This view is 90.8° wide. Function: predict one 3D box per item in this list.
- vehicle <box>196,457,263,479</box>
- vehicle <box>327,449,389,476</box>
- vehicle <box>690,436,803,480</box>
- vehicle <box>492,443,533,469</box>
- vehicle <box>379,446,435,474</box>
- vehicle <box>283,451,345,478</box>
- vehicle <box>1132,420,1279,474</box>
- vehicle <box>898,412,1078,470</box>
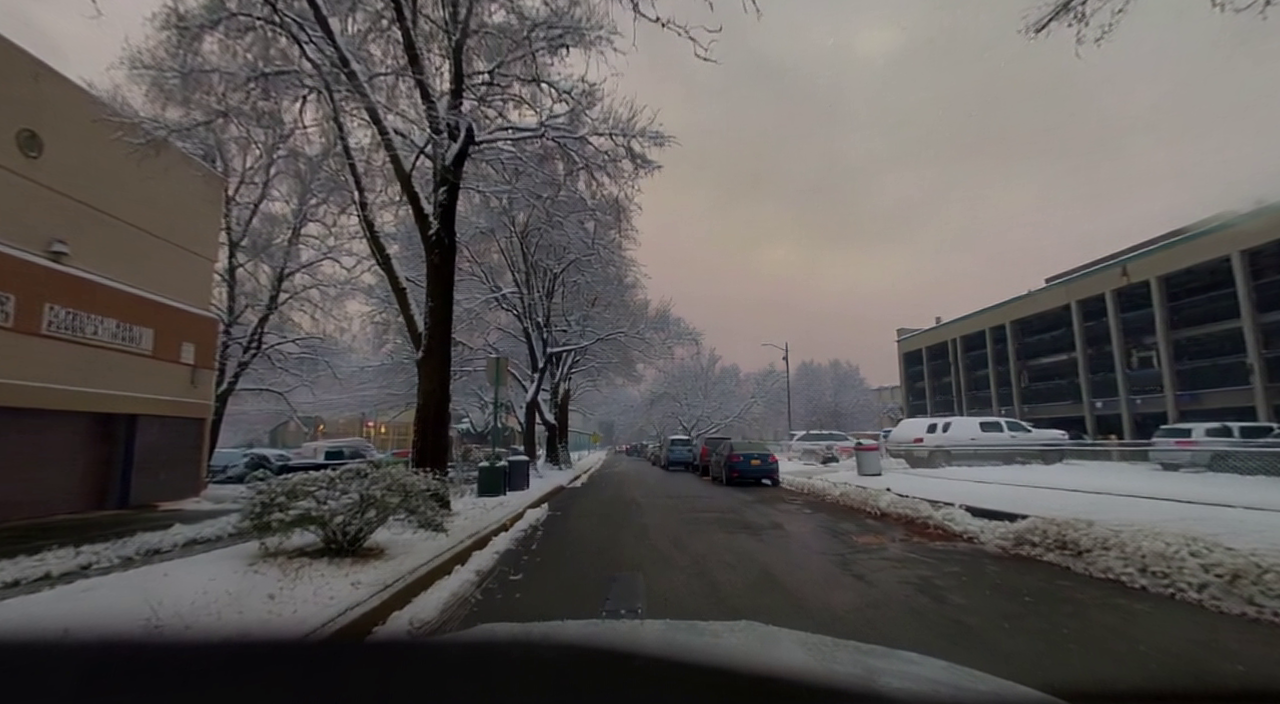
[{"bbox_3d":[-29.402,8.309,45.458,1.849,1.444,4.533,0,-9,-2],"label":"vehicle"},{"bbox_3d":[-17.900,7.025,40.324,1.850,1.531,4.256,0,-8,2],"label":"vehicle"},{"bbox_3d":[4.546,4.459,26.885,4.626,1.723,1.939,5,-10,-33],"label":"vehicle"},{"bbox_3d":[-8.584,7.025,42.886,1.993,1.640,4.457,0,-8,-2],"label":"vehicle"},{"bbox_3d":[-15.057,6.954,41.062,1.888,1.657,4.138,-1,-8,3],"label":"vehicle"},{"bbox_3d":[-20.903,7.211,40.662,1.880,1.617,3.870,0,-8,0],"label":"vehicle"},{"bbox_3d":[25.110,4.107,27.528,5.596,2.168,2.307,2,-7,-5],"label":"vehicle"},{"bbox_3d":[13.194,3.407,24.210,5.540,2.045,2.259,0,-8,-3],"label":"vehicle"}]
